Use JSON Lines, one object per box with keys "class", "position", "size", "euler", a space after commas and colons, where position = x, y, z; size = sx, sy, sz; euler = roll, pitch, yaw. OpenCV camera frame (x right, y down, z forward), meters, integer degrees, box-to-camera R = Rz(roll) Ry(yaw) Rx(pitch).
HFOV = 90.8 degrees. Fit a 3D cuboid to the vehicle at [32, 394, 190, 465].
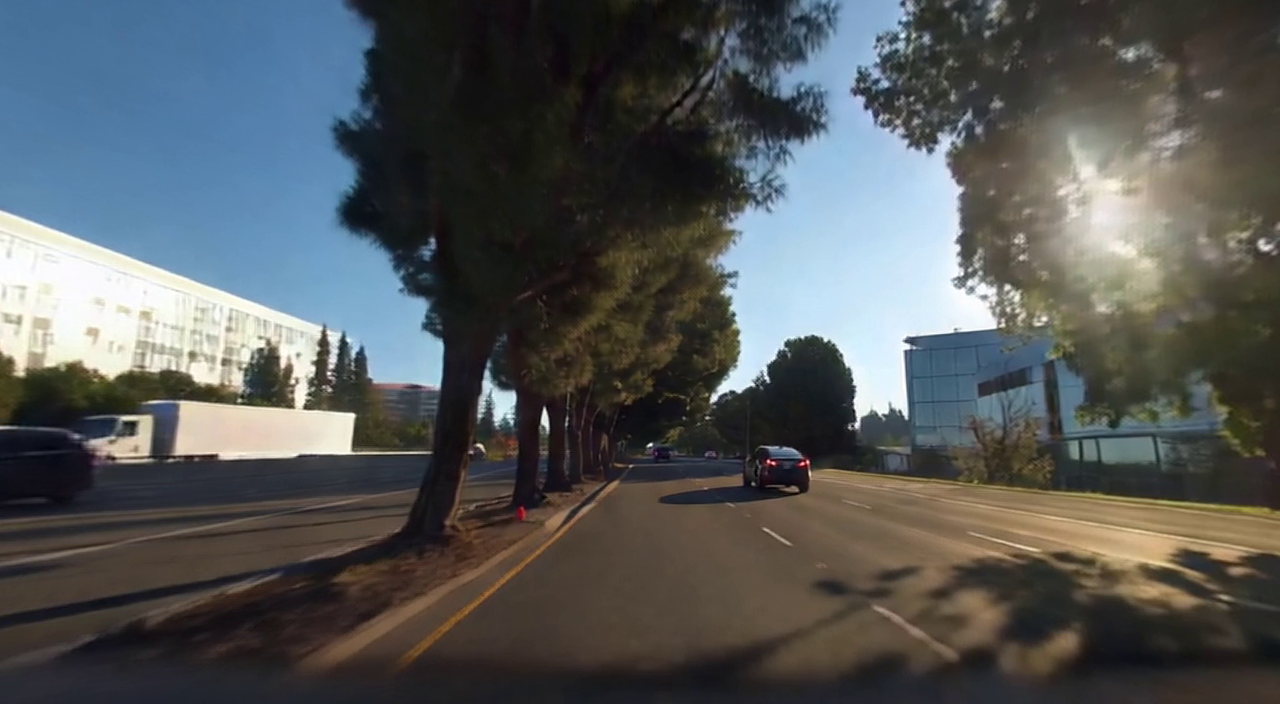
{"class": "vehicle", "position": [-35.260, 5.255, 42.502], "size": [3.275, 4.316, 7.018], "euler": [-3, -9, 25]}
